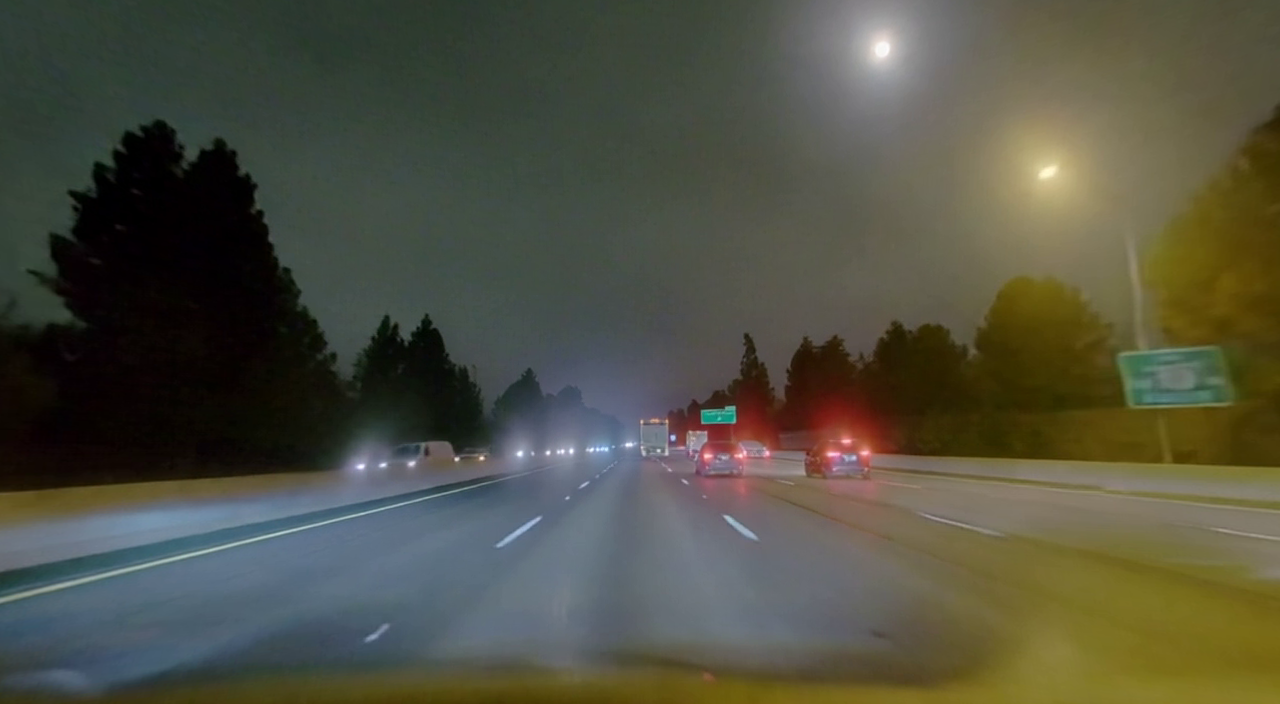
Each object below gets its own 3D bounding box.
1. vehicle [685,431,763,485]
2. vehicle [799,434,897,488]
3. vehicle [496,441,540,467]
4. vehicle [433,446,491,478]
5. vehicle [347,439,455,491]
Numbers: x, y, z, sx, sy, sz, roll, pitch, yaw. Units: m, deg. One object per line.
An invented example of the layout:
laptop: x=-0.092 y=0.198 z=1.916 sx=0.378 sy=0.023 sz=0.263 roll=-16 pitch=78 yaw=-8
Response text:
vehicle: x=3.089 y=4.019 z=24.254 sx=2.209 sy=1.862 sz=4.717 roll=0 pitch=-8 yaw=-2
vehicle: x=7.290 y=3.854 z=22.647 sx=1.976 sy=1.703 sz=4.288 roll=0 pitch=-8 yaw=-1
vehicle: x=-8.485 y=7.134 z=44.288 sx=2.112 sy=1.672 sz=4.433 roll=0 pitch=-8 yaw=1
vehicle: x=-8.685 y=5.365 z=31.015 sx=1.833 sy=1.441 sz=3.593 roll=0 pitch=-8 yaw=-1
vehicle: x=-7.985 y=3.789 z=21.552 sx=1.942 sy=1.600 sz=4.288 roll=0 pitch=-8 yaw=1
